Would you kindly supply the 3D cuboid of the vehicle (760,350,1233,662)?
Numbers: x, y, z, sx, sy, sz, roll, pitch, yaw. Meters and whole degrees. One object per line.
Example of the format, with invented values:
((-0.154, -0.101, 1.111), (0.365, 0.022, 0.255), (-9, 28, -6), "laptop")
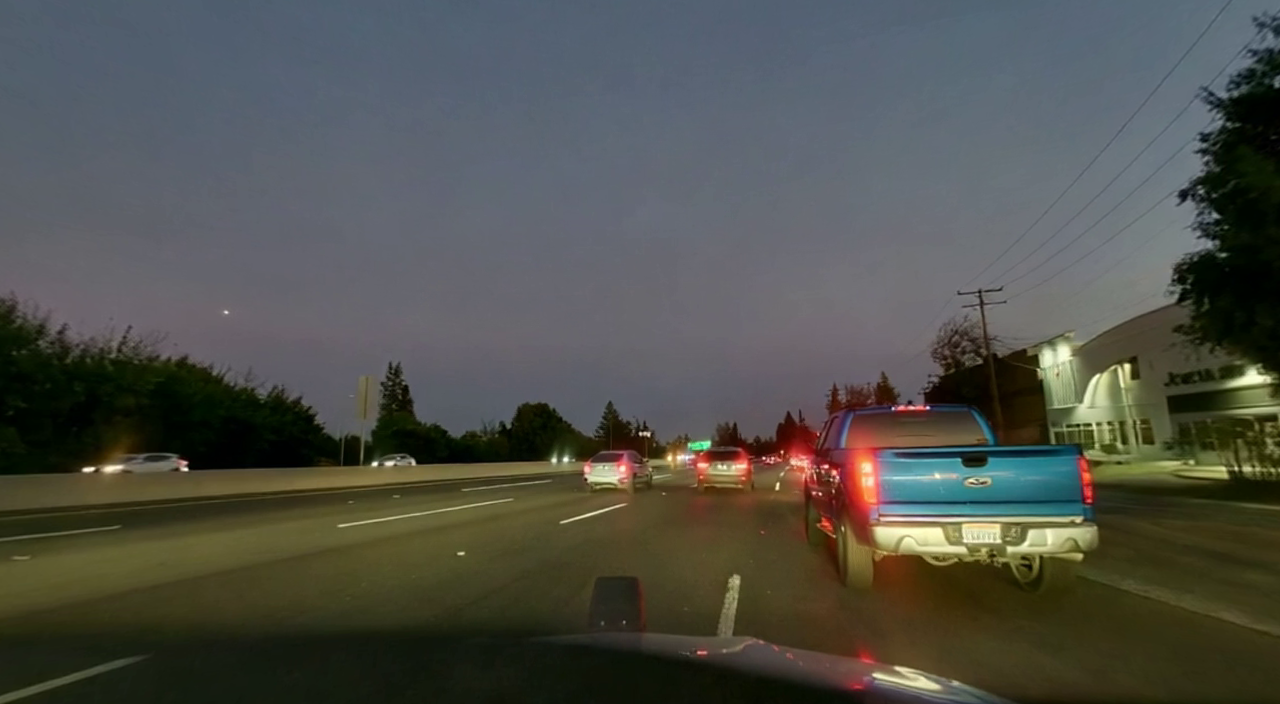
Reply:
((3.349, 1.550, 7.962), (3.024, 2.092, 6.797), (-2, -9, 15), "vehicle")

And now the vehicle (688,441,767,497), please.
((3.069, 3.884, 21.436), (2.080, 1.682, 4.150), (-2, -9, 16), "vehicle")

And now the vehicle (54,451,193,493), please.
((-23.866, 5.509, 29.406), (1.882, 1.695, 4.650), (-2, -9, 15), "vehicle")

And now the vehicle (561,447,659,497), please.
((-0.869, 4.036, 21.737), (2.119, 1.478, 4.644), (-2, -9, 14), "vehicle")
